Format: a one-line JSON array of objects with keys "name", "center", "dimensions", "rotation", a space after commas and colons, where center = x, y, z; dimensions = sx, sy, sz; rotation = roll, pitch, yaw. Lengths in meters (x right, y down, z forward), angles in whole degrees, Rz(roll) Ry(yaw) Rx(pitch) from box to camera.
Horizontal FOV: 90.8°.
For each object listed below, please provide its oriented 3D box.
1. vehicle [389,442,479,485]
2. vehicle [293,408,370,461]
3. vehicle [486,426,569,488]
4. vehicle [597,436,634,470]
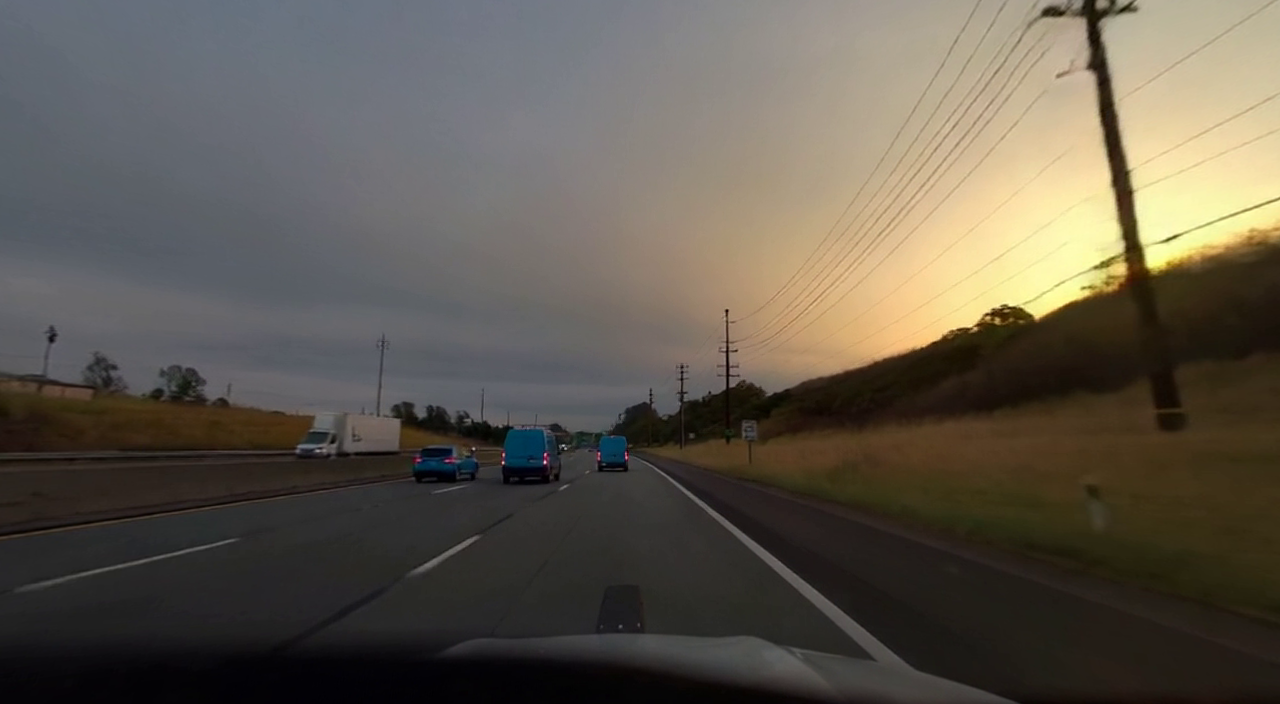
[{"name": "vehicle", "center": [-8.011, 4.380, 25.079], "dimensions": [1.975, 1.540, 4.759], "rotation": [0, -9, 0]}, {"name": "vehicle", "center": [-24.113, 6.564, 49.675], "dimensions": [3.020, 3.938, 5.806], "rotation": [0, -9, -1]}, {"name": "vehicle", "center": [-3.961, 3.836, 23.211], "dimensions": [2.145, 2.010, 4.980], "rotation": [0, -9, -1]}, {"name": "vehicle", "center": [-1.547, 6.459, 40.397], "dimensions": [2.197, 2.011, 5.130], "rotation": [0, -9, -2]}]
